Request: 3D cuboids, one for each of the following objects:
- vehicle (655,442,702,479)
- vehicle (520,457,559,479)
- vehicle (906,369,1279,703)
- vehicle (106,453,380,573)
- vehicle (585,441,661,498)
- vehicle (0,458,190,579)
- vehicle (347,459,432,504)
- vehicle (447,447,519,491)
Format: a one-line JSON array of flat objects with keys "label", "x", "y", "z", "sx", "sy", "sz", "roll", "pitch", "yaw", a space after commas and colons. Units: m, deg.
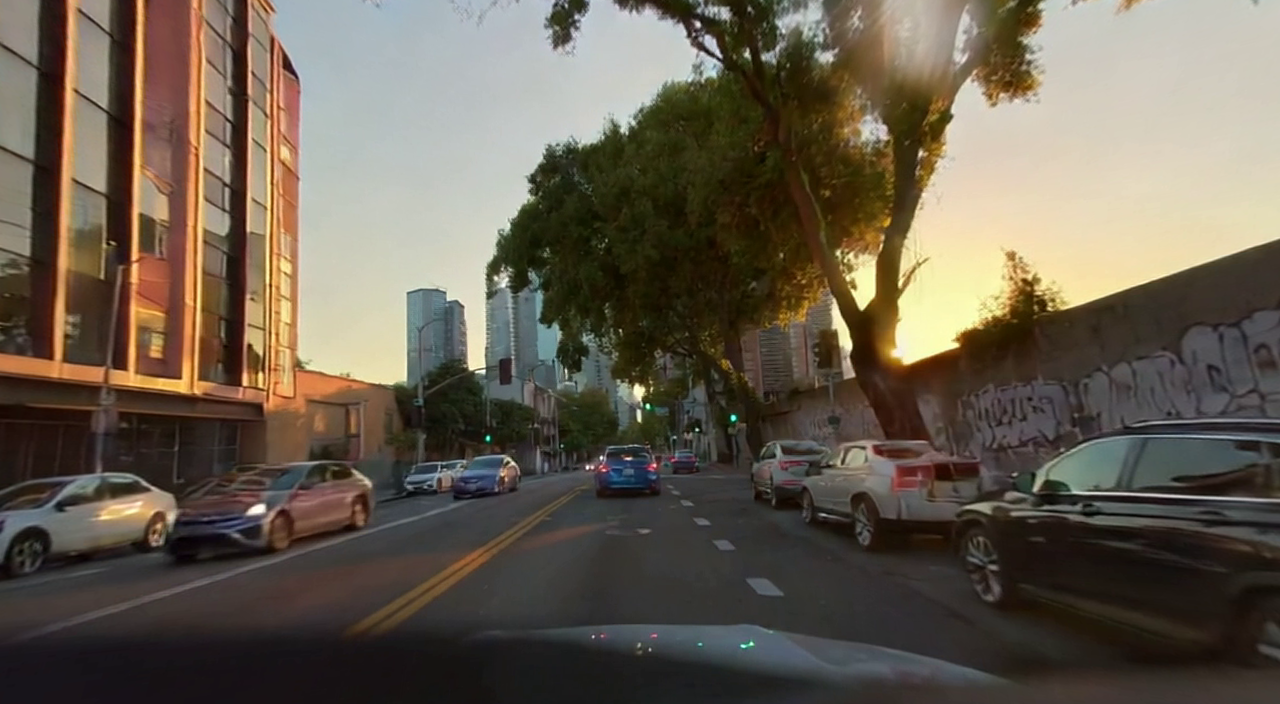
[{"label": "vehicle", "x": 1.951, "y": 5.630, "z": 33.158, "sx": 2.207, "sy": 1.761, "sz": 4.292, "roll": 0, "pitch": -8, "yaw": 0}, {"label": "vehicle", "x": -7.041, "y": 8.161, "z": 44.730, "sx": 2.040, "sy": 1.402, "sz": 4.237, "roll": 0, "pitch": -8, "yaw": 0}, {"label": "vehicle", "x": 4.148, "y": 1.201, "z": 4.501, "sx": 2.097, "sy": 1.811, "sz": 5.230, "roll": 0, "pitch": -8, "yaw": -1}, {"label": "vehicle", "x": -6.409, "y": 2.584, "z": 11.000, "sx": 1.906, "sy": 1.445, "sz": 4.490, "roll": -4, "pitch": -8, "yaw": 0}, {"label": "vehicle", "x": -0.522, "y": 3.692, "z": 20.305, "sx": 2.166, "sy": 1.579, "sz": 4.300, "roll": 0, "pitch": -8, "yaw": -1}, {"label": "vehicle", "x": -10.922, "y": 2.960, "z": 11.539, "sx": 2.276, "sy": 1.741, "sz": 4.439, "roll": -5, "pitch": -8, "yaw": -1}, {"label": "vehicle", "x": -11.127, "y": 5.747, "z": 28.379, "sx": 1.931, "sy": 1.499, "sz": 4.645, "roll": -7, "pitch": -8, "yaw": -2}, {"label": "vehicle", "x": -6.827, "y": 5.106, "z": 28.034, "sx": 2.147, "sy": 1.747, "sz": 4.409, "roll": 0, "pitch": -8, "yaw": -1}]
